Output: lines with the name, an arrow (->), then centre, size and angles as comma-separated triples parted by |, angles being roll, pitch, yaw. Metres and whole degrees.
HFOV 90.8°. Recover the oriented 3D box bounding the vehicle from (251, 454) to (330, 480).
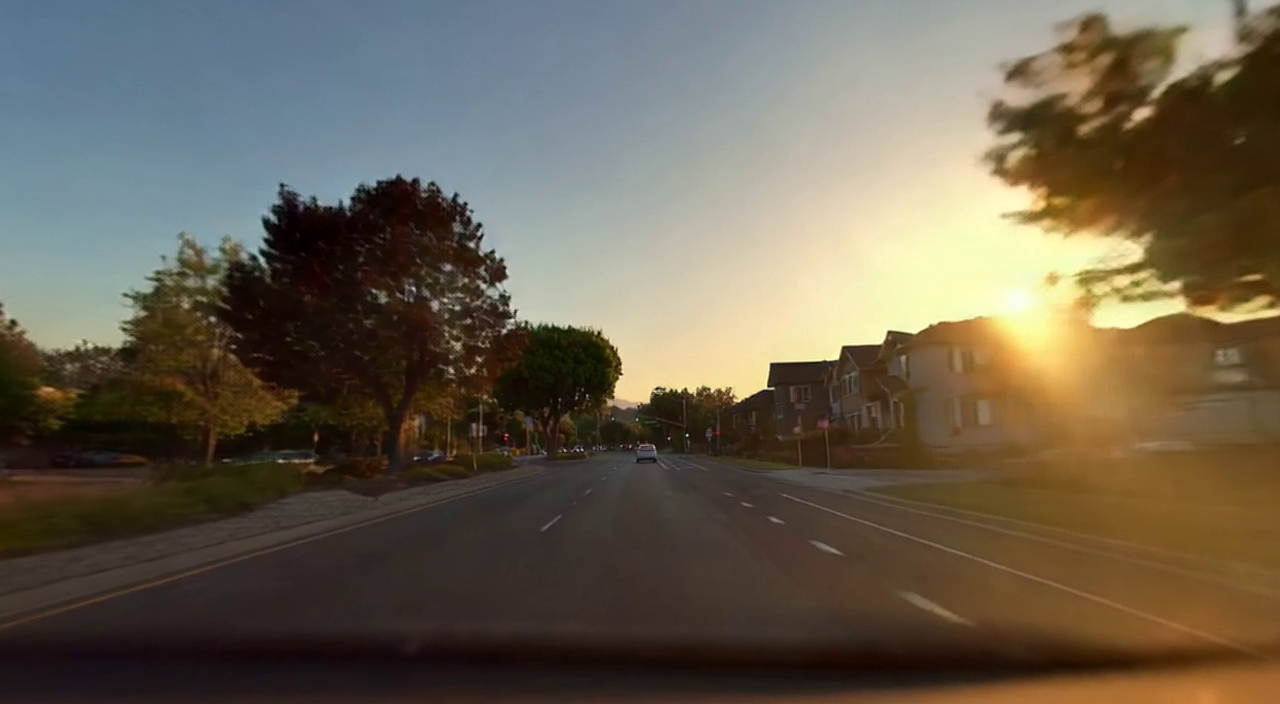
vehicle -> -19.794, 6.509, 36.001 | 1.966, 1.341, 4.442 | 0, -9, 0
